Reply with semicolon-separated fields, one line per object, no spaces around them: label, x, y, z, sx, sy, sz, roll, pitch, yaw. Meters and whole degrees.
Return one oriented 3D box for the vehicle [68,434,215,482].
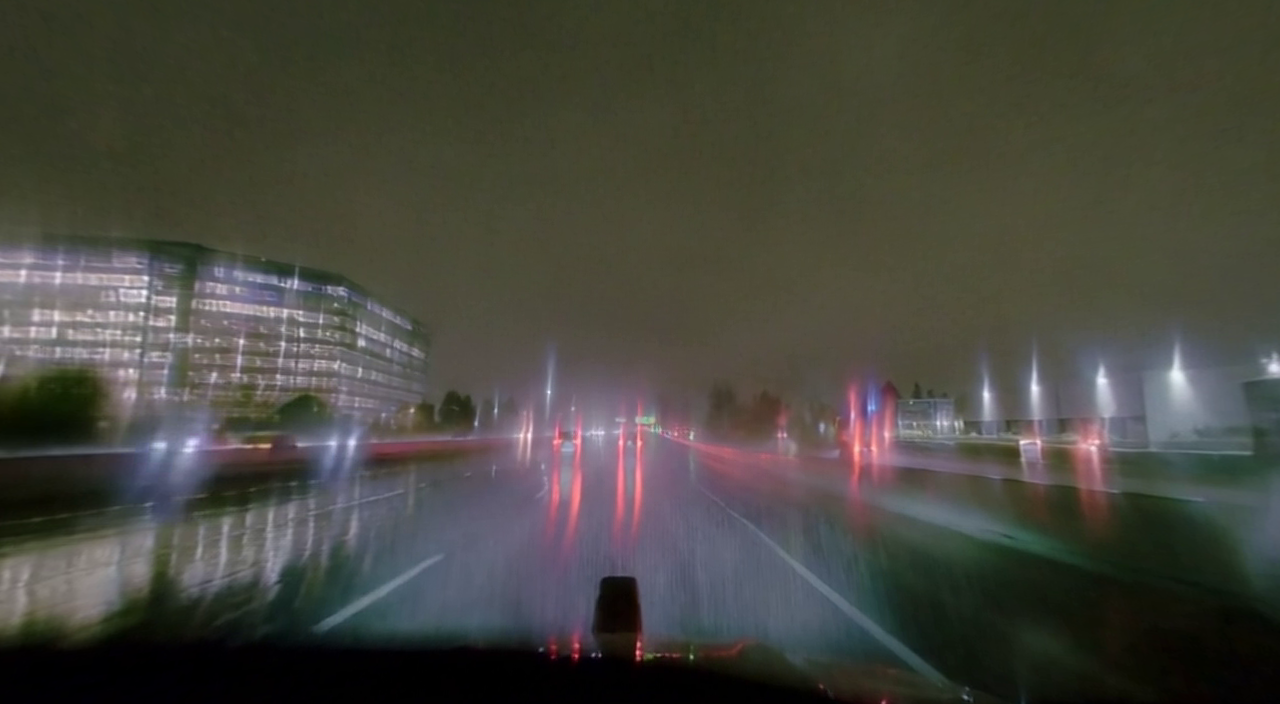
vehicle;-16.673;3.533;21.316;1.795;1.441;3.884;0;-8;0

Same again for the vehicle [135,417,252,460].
vehicle;-24.957;4.883;35.519;2.318;2.221;5.792;0;-8;0

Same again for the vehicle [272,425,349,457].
vehicle;-20.515;5.595;39.436;2.069;1.850;4.939;0;-8;1

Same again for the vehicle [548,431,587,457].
vehicle;-4.667;6.008;41.284;2.036;1.612;4.510;0;-8;0
